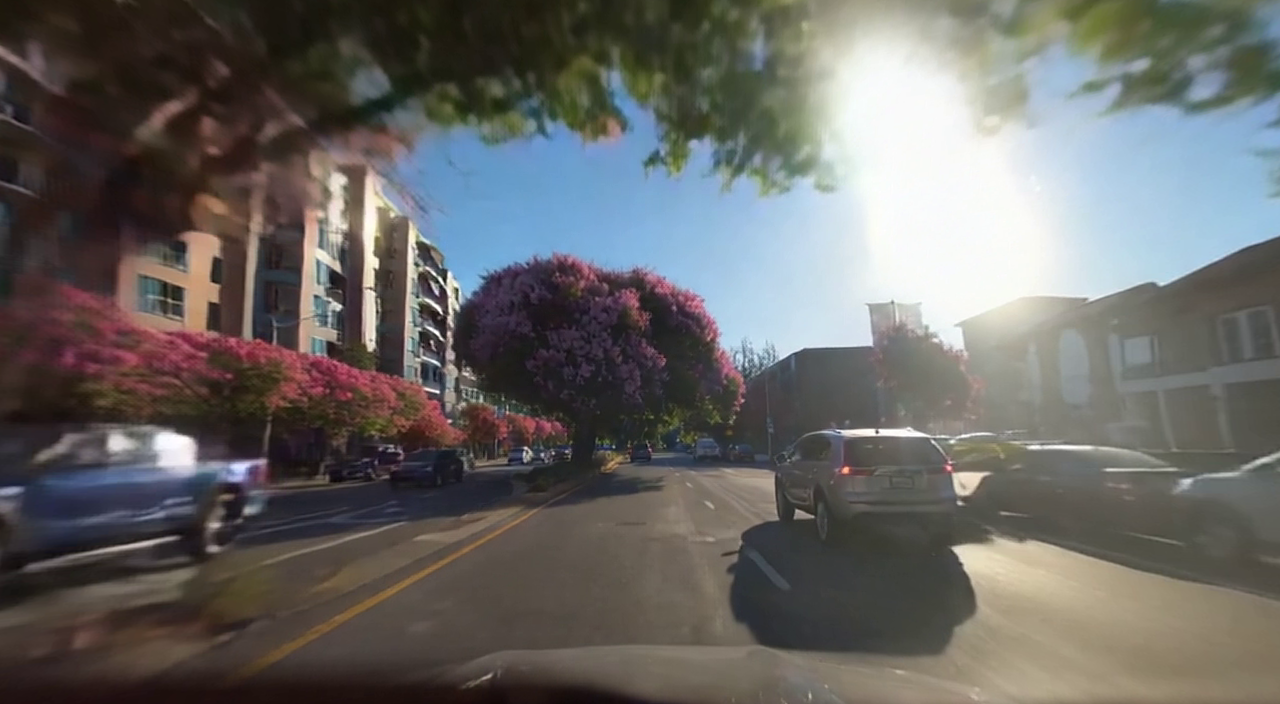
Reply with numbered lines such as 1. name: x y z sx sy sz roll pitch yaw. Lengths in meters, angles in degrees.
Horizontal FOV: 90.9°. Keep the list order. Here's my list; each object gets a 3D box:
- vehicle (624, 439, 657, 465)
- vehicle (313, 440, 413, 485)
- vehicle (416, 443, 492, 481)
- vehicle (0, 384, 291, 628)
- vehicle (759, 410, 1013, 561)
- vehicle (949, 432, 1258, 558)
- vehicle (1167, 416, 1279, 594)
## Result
1. vehicle: 0.070 7.225 45.635 2.244 1.813 4.129 0 -8 1
2. vehicle: -11.738 4.688 27.133 2.021 1.730 4.866 0 -8 1
3. vehicle: -7.930 4.725 27.330 1.931 1.491 4.026 0 -8 2
4. vehicle: -5.717 1.327 6.022 2.034 1.771 4.795 -1 -7 0
5. vehicle: 3.314 1.894 9.714 2.071 1.747 4.549 0 -8 0
6. vehicle: 7.309 2.197 10.749 1.865 1.576 4.651 1 -7 2
7. vehicle: 7.198 1.340 5.095 2.022 1.714 4.550 0 -8 2
